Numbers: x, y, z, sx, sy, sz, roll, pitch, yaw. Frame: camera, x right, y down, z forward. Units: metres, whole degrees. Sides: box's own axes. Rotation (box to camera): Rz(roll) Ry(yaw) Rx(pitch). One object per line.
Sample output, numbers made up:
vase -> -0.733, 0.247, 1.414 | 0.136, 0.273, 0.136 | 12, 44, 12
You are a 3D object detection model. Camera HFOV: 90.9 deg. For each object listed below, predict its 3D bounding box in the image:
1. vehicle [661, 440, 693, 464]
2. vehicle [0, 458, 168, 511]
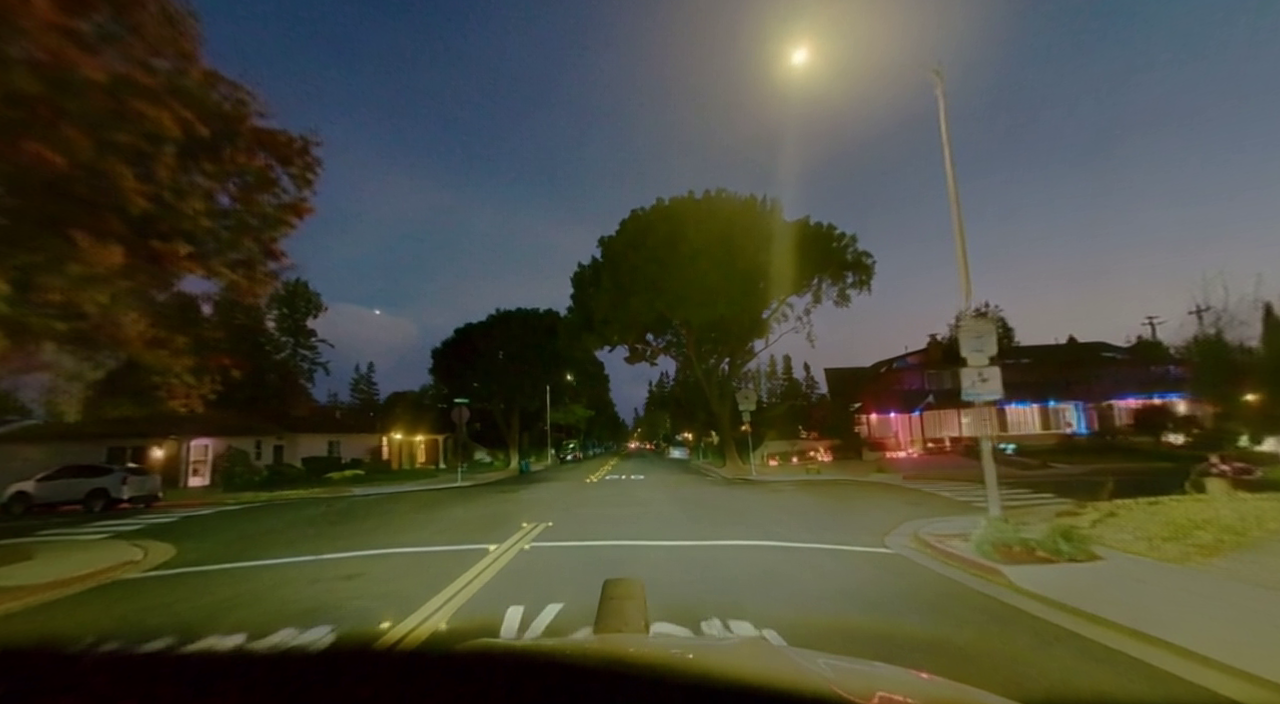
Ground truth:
vehicle -> 2.782, 7.631, 48.262 | 2.220, 1.753, 3.862 | 0, -8, -1
vehicle -> -18.901, 4.427, 21.234 | 4.334, 1.632, 1.996 | 0, -8, -1
